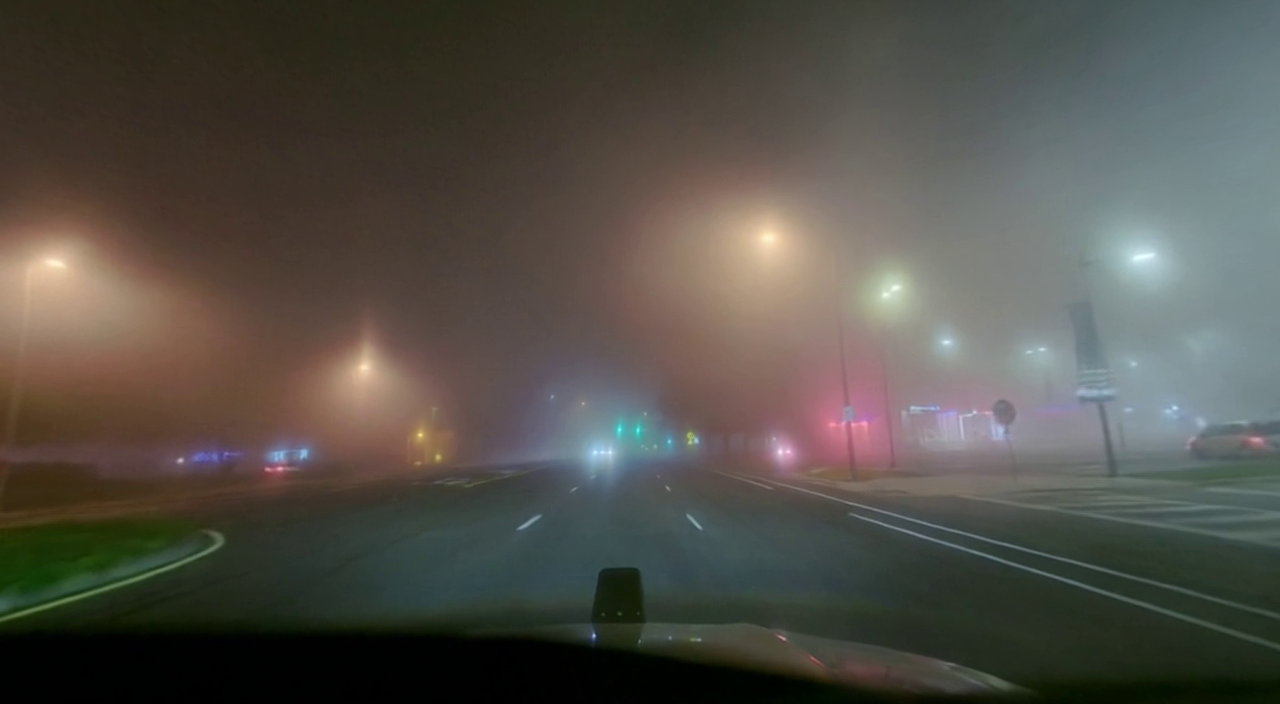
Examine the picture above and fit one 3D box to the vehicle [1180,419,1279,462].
[{"bbox_3d":[22.421,3.181,22.612,1.834,1.444,4.703,0,-8,-3],"label":"vehicle"}]
